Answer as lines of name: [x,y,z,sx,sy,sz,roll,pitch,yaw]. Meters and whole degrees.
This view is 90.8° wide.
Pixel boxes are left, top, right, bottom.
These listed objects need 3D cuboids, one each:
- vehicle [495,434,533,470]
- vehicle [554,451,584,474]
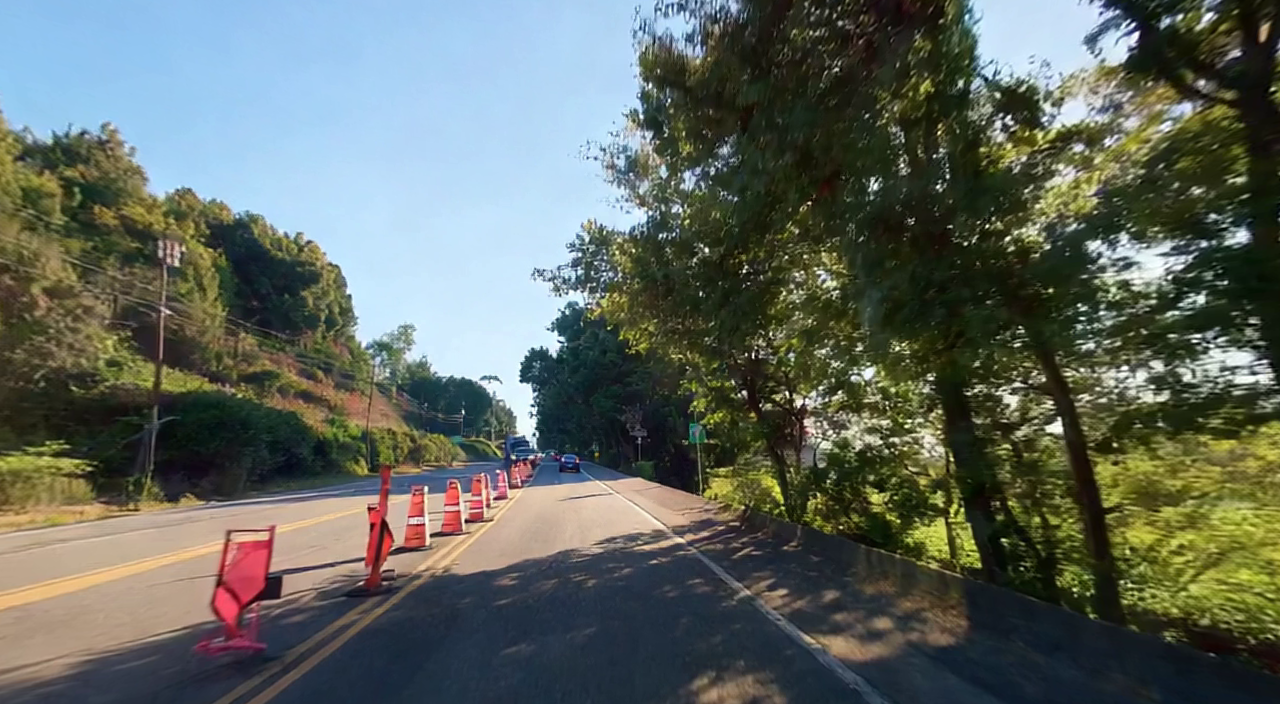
vehicle: [-9.366,7.458,47.314,2.380,2.488,4.028,3,-9,-8]
vehicle: [-5.172,7.974,45.701,2.013,1.481,4.356,1,-9,-8]
